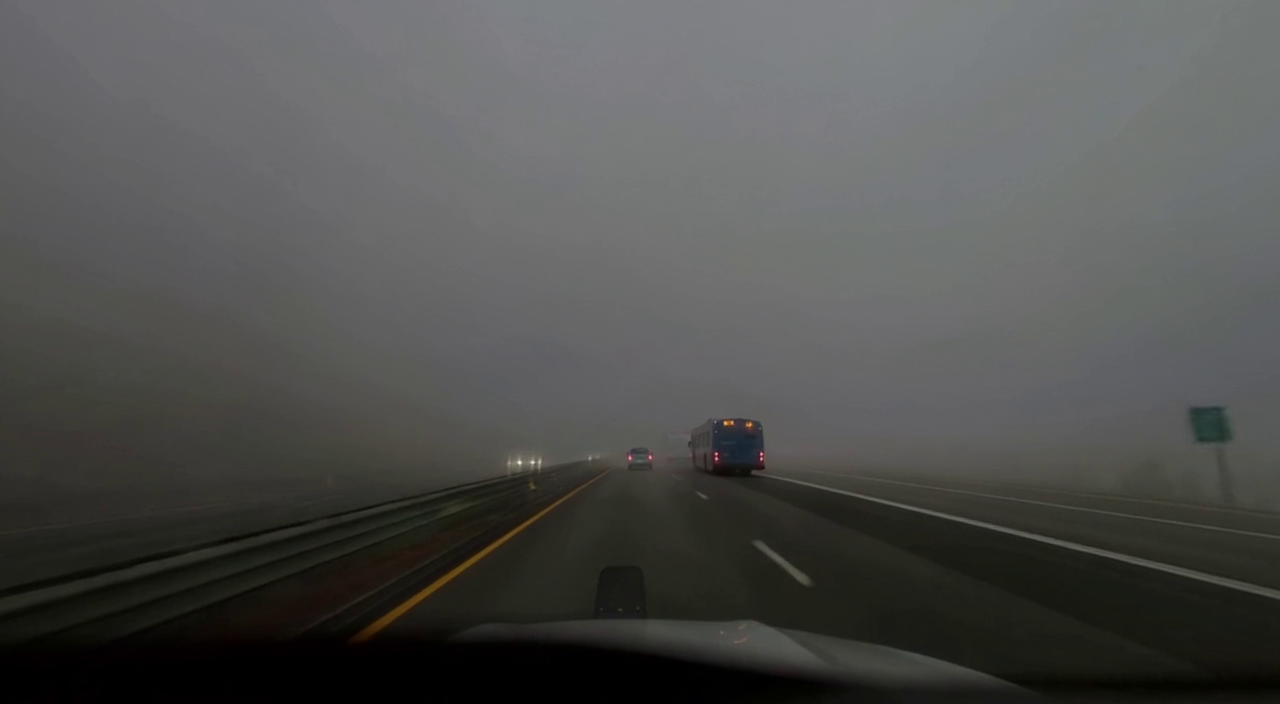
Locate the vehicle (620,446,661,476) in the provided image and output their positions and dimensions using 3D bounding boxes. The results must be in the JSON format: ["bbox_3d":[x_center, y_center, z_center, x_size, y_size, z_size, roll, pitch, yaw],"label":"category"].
[{"bbox_3d":[0.022,5.639,32.851,2.004,1.449,3.817,0,-9,-1],"label":"vehicle"}]

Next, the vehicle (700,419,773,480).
[{"bbox_3d":[4.362,4.615,29.736,2.440,2.555,5.957,0,-9,0],"label":"vehicle"}]
